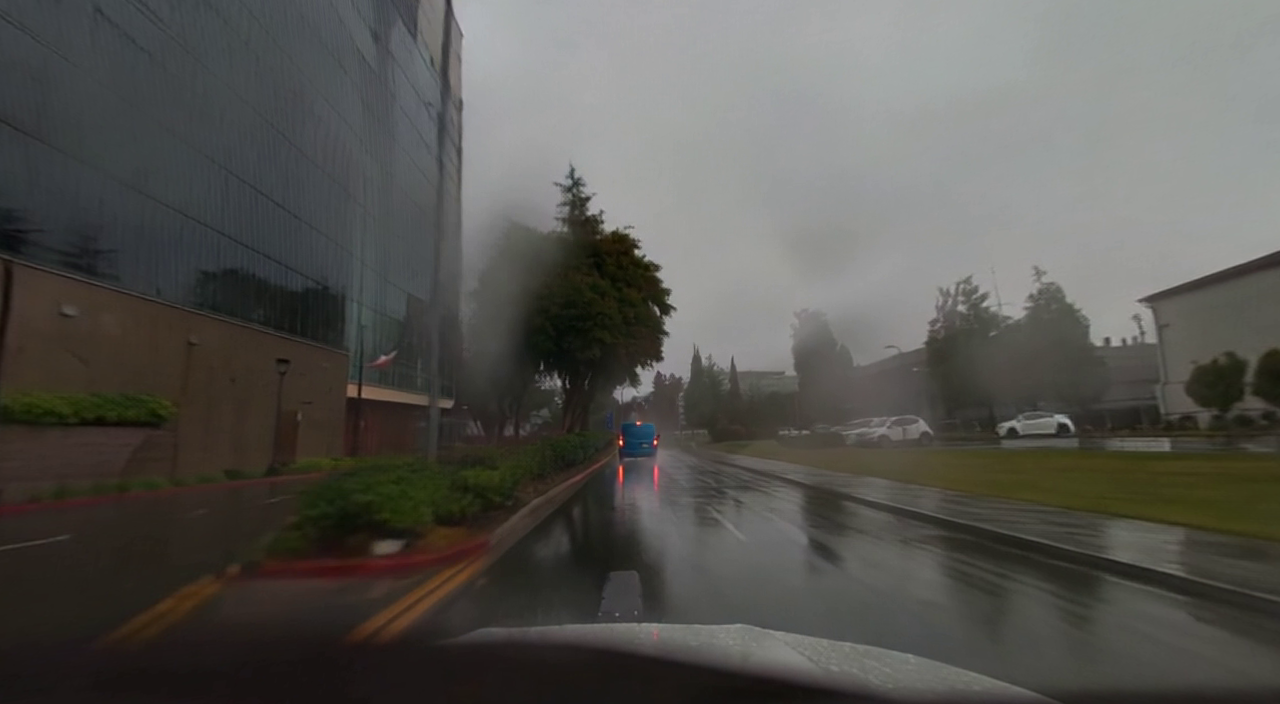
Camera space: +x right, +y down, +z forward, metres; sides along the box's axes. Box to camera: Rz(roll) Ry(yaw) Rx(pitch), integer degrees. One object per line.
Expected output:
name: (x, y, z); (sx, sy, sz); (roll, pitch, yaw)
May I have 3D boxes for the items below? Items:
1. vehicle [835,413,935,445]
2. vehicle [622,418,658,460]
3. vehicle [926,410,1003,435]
vehicle: (12.331, 3.914, 31.849); (4.184, 1.578, 1.976); (1, -8, -4)
vehicle: (-0.053, 6.162, 44.664); (2.435, 2.816, 5.232); (0, -8, -1)
vehicle: (22.414, 4.912, 43.660); (4.287, 1.575, 1.931); (1, -8, 0)
